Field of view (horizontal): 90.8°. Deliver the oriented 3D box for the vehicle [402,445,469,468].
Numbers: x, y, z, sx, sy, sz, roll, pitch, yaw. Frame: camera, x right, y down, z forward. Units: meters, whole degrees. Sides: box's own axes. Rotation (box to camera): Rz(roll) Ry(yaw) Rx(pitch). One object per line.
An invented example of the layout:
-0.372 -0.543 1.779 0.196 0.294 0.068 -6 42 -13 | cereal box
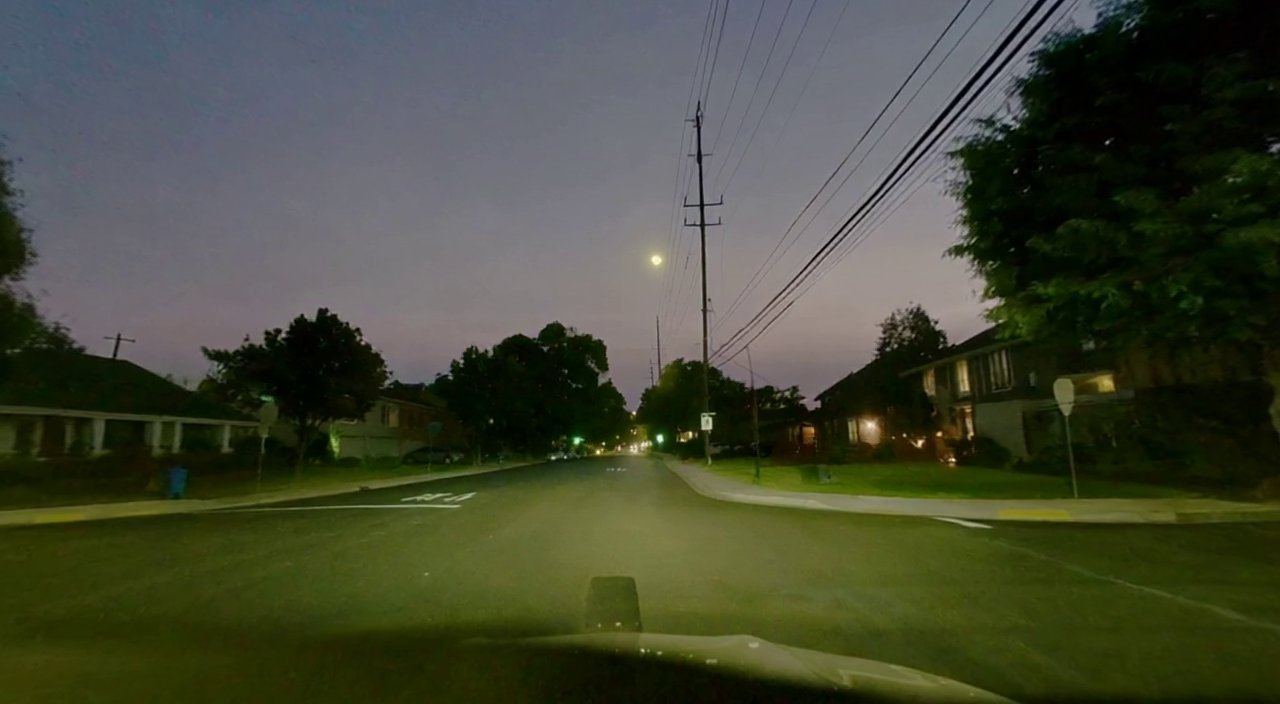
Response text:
-15.930 8.116 49.235 4.500 1.714 1.924 -1 -9 6 | vehicle
